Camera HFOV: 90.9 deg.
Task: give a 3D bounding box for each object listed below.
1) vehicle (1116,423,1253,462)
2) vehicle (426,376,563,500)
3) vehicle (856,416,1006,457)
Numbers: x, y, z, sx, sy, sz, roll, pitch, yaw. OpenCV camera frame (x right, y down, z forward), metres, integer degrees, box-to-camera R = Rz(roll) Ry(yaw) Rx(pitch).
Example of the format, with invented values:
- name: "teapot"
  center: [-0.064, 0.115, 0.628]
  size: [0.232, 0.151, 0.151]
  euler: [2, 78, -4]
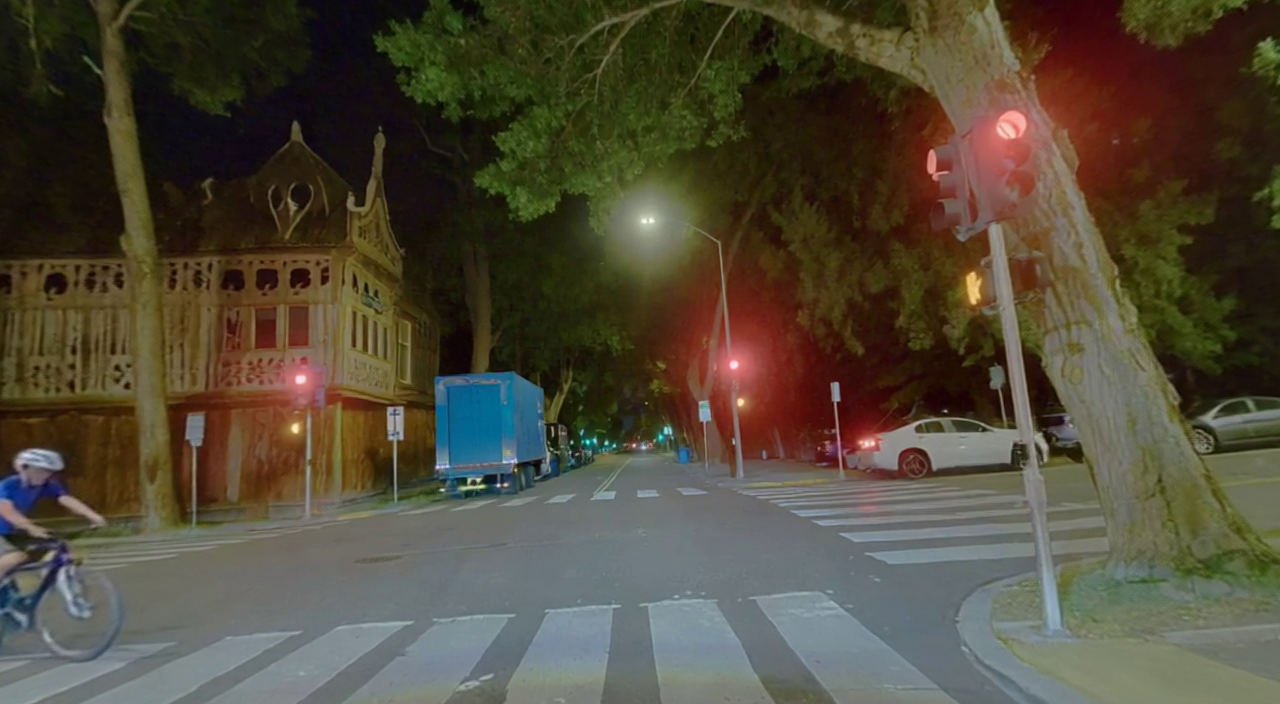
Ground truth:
- name: "vehicle"
  center: [24.944, 4.161, 29.020]
  size: [4.268, 1.695, 2.053]
  euler: [0, -8, 3]
- name: "vehicle"
  center: [-5.738, 3.725, 27.166]
  size: [3.113, 4.041, 10.284]
  euler: [-6, -8, 0]
- name: "vehicle"
  center: [10.678, 3.143, 23.424]
  size: [4.643, 1.456, 1.820]
  euler: [-1, -8, 5]
